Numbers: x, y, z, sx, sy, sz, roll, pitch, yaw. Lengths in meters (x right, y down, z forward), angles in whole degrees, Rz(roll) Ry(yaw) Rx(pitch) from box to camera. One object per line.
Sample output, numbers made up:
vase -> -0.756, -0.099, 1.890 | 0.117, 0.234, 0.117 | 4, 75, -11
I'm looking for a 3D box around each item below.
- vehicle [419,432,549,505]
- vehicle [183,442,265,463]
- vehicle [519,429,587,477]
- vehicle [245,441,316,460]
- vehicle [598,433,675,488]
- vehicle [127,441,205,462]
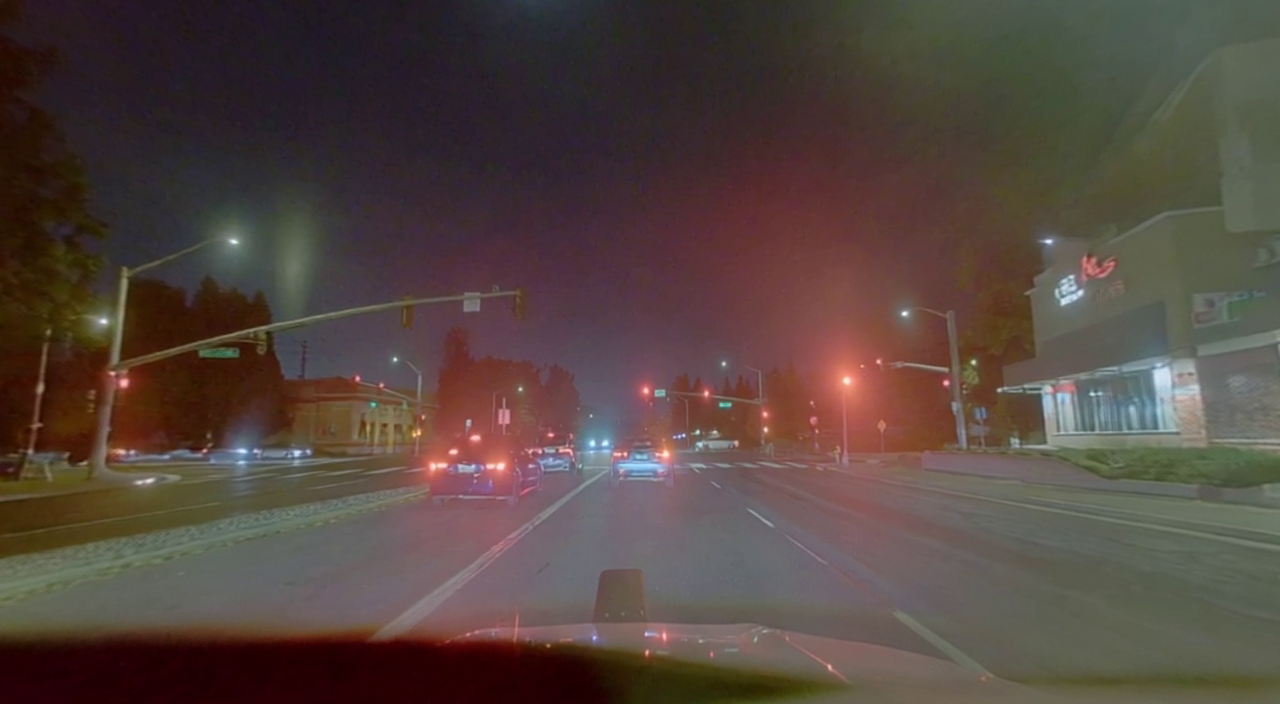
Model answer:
vehicle -> -3.584, 2.767, 15.415 | 1.942, 1.497, 4.561 | 0, -8, 1
vehicle -> -30.053, 7.251, 45.622 | 4.708, 1.467, 1.819 | 0, -8, 2
vehicle -> -3.378, 4.026, 25.329 | 2.029, 1.752, 4.420 | 0, -8, 1
vehicle -> -28.053, 7.698, 49.274 | 4.423, 1.444, 1.836 | 0, -8, 1
vehicle -> -0.115, 3.210, 18.962 | 2.066, 1.482, 3.923 | 0, -8, 0
vehicle -> -36.999, 7.755, 49.265 | 4.513, 1.616, 1.899 | 0, -8, 1
